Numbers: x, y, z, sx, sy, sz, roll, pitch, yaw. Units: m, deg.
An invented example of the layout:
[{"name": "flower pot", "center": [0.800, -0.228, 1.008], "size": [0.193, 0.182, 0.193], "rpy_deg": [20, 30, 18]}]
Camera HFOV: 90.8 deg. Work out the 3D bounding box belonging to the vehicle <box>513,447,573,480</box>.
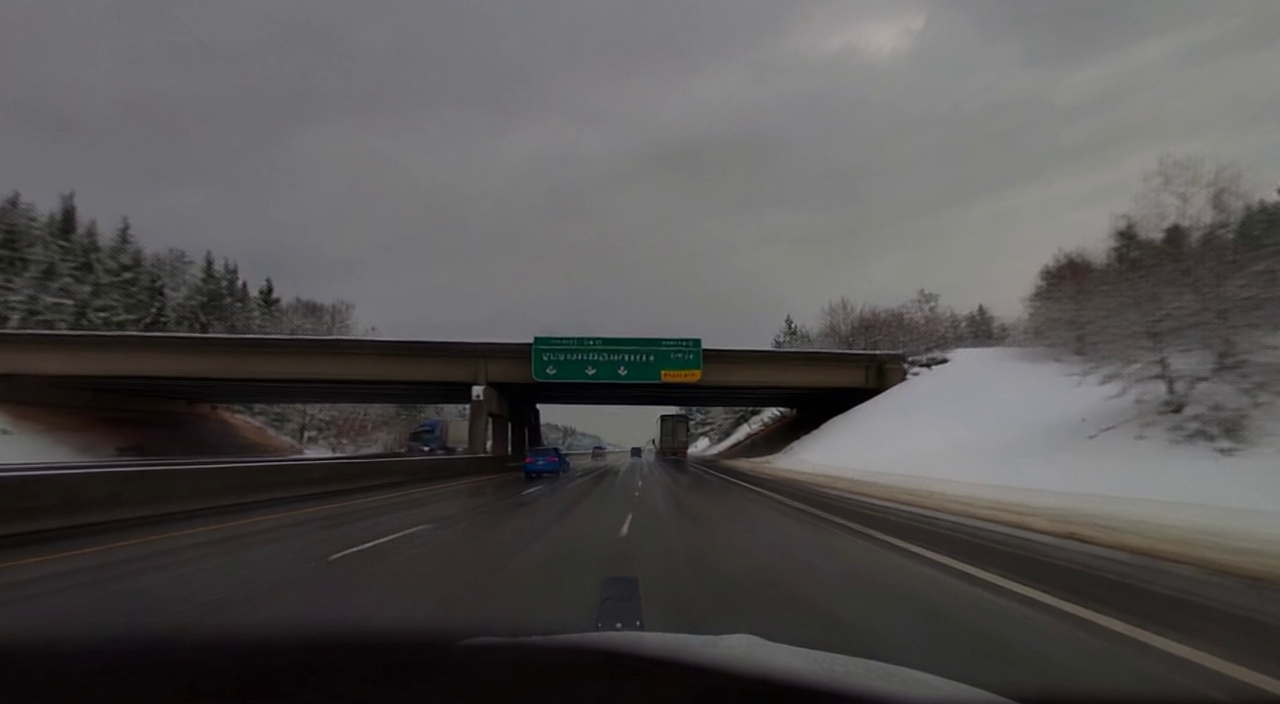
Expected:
[{"name": "vehicle", "center": [-4.692, 5.470, 31.271], "size": [2.038, 1.489, 4.603], "rpy_deg": [-1, -9, 2]}]
